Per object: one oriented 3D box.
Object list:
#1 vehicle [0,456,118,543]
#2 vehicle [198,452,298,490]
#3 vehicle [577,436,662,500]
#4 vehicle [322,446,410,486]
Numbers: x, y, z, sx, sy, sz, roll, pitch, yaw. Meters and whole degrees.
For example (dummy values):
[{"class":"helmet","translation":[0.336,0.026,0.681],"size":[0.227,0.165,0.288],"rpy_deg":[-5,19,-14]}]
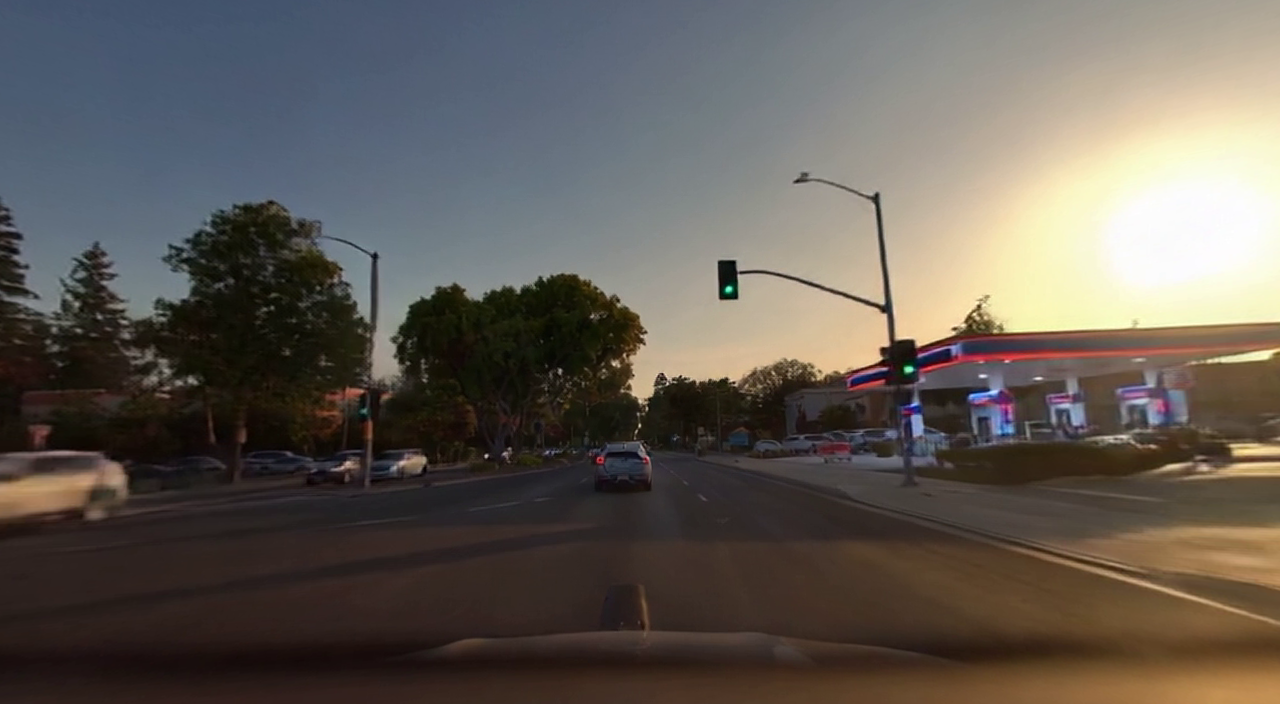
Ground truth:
[{"class":"vehicle","translation":[-12.824,2.795,11.940],"size":[1.989,1.539,4.413],"rpy_deg":[0,-9,1]},{"class":"vehicle","translation":[-19.780,6.013,32.073],"size":[1.979,1.710,4.652],"rpy_deg":[0,-9,1]},{"class":"vehicle","translation":[-0.501,3.140,17.492],"size":[2.062,1.519,4.214],"rpy_deg":[0,-9,0]},{"class":"vehicle","translation":[-12.326,5.143,28.695],"size":[1.994,1.647,4.331],"rpy_deg":[0,-9,1]}]
